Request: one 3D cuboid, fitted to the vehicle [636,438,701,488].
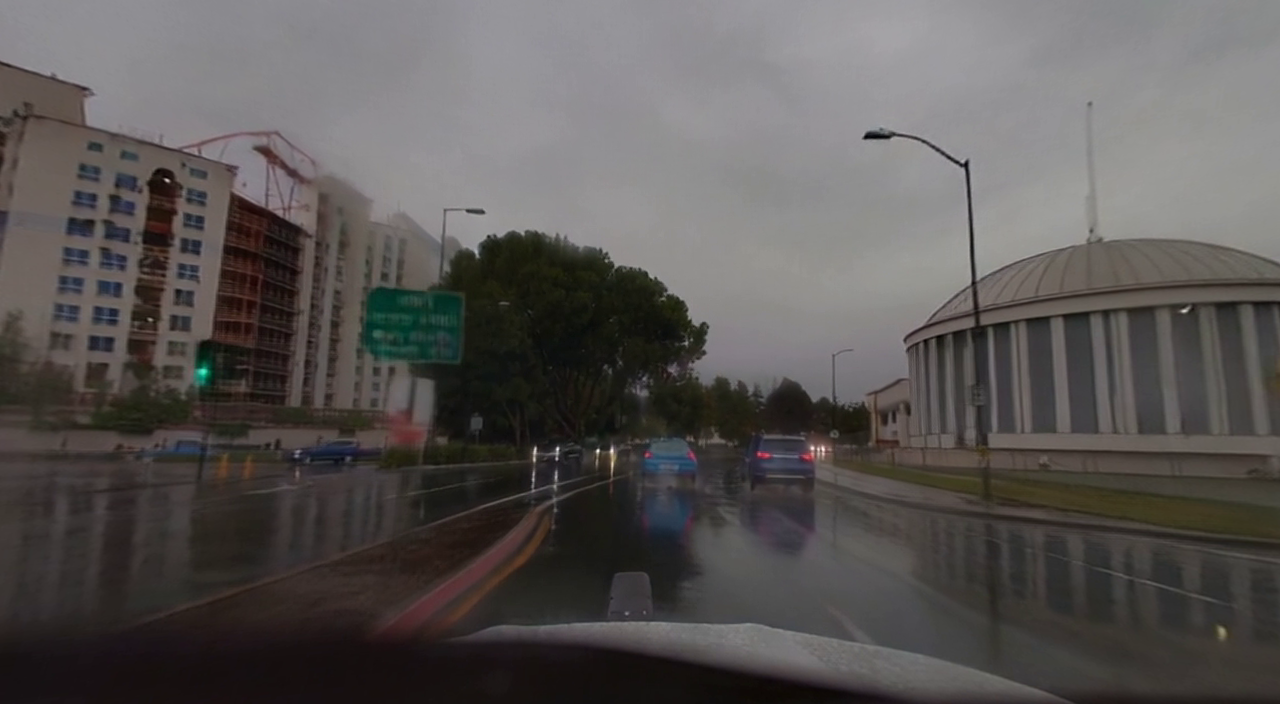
[{"bbox_3d":[1.099,3.934,22.669,2.132,1.632,3.889,-1,-9,5],"label":"vehicle"}]

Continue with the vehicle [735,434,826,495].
[{"bbox_3d":[4.535,3.708,21.231,2.320,1.772,4.872,0,-9,5],"label":"vehicle"}]

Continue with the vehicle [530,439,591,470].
[{"bbox_3d":[-4.803,6.327,38.989,2.254,1.789,4.736,-2,-9,13],"label":"vehicle"}]

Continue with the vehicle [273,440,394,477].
[{"bbox_3d":[-13.292,4.633,27.601,4.351,1.490,2.012,2,-9,-13],"label":"vehicle"}]

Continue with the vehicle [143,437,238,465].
[{"bbox_3d":[-29.896,6.611,42.085,1.951,1.743,4.619,-5,-10,29],"label":"vehicle"}]
